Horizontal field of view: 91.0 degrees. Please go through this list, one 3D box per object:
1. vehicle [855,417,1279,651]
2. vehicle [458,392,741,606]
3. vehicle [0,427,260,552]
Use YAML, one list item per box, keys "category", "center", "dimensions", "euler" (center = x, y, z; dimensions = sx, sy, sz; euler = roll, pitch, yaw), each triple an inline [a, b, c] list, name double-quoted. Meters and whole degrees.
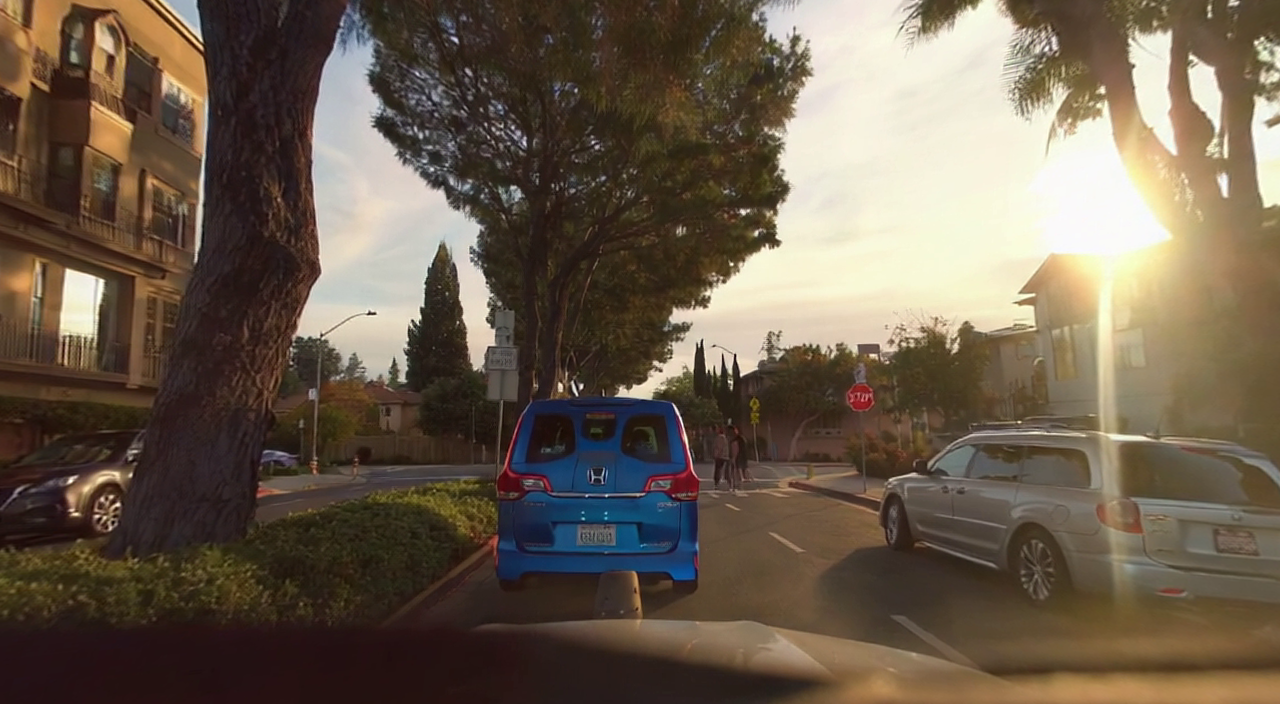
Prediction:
- category: "vehicle"
  center: [4.219, 1.678, 6.904]
  dimensions: [1.959, 1.581, 4.731]
  euler: [4, -9, -2]
- category: "vehicle"
  center: [-0.349, 1.583, 7.705]
  dimensions: [2.377, 1.787, 4.652]
  euler: [0, -8, 0]
- category: "vehicle"
  center: [-8.291, 2.017, 10.053]
  dimensions: [1.825, 1.532, 4.083]
  euler: [-3, -7, 2]
